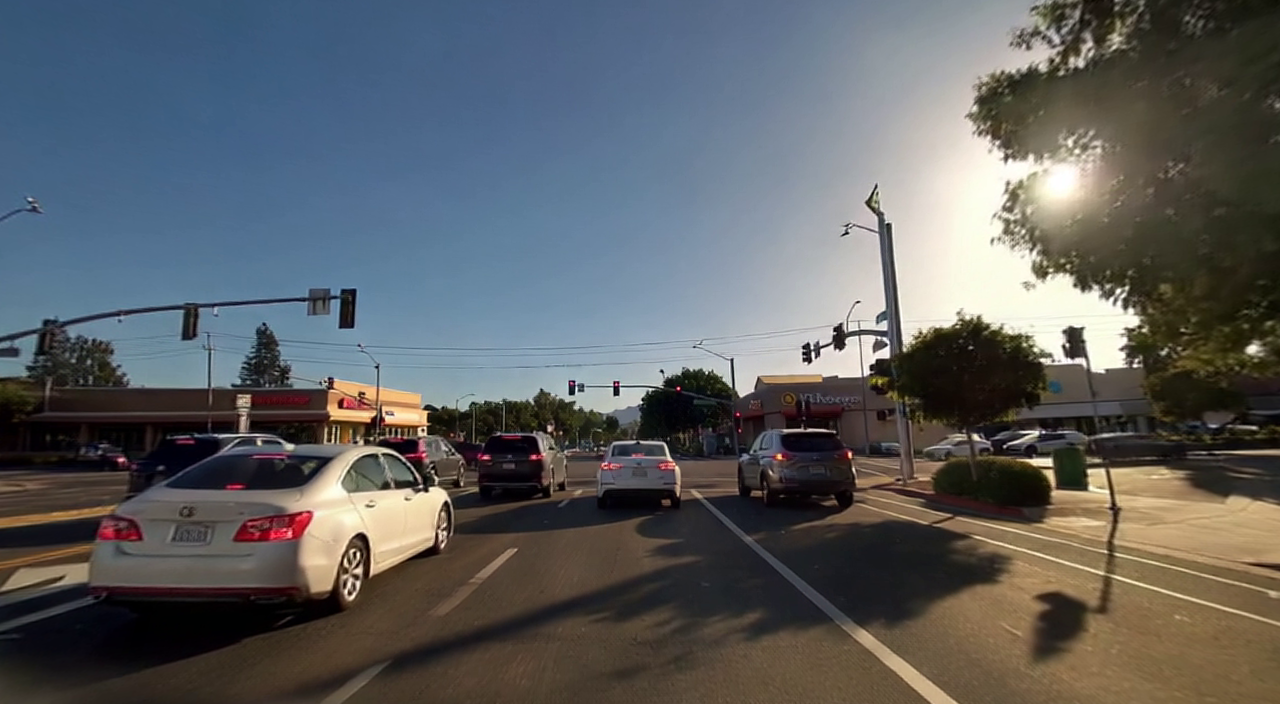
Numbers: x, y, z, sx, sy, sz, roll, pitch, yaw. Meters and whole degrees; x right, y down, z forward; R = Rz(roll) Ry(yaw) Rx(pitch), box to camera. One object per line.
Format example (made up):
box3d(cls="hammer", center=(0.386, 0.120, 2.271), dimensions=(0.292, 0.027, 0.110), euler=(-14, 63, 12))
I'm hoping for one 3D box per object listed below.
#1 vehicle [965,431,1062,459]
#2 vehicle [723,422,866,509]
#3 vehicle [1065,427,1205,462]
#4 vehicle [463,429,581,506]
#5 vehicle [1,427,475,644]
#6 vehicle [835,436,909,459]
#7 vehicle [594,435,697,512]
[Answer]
box3d(cls="vehicle", center=(23.289, 5.835, 39.395), dimensions=(4.781, 1.700, 1.986), euler=(0, -9, 1))
box3d(cls="vehicle", center=(3.334, 2.566, 14.600), dimensions=(2.076, 1.691, 4.402), euler=(0, -9, -2))
box3d(cls="vehicle", center=(26.536, 4.997, 33.947), dimensions=(5.504, 1.821, 2.173), euler=(-1, -9, 4))
box3d(cls="vehicle", center=(-2.823, 2.886, 16.076), dimensions=(2.072, 1.694, 4.070), euler=(-1, -9, 2))
box3d(cls="vehicle", center=(-3.337, 1.597, 6.554), dimensions=(2.014, 1.472, 4.357), euler=(0, -9, 1))
box3d(cls="vehicle", center=(16.938, 6.980, 46.081), dimensions=(4.626, 1.653, 1.982), euler=(0, -9, 1))
box3d(cls="vehicle", center=(0.139, 2.732, 14.561), dimensions=(2.032, 1.499, 3.994), euler=(0, -9, 1))
